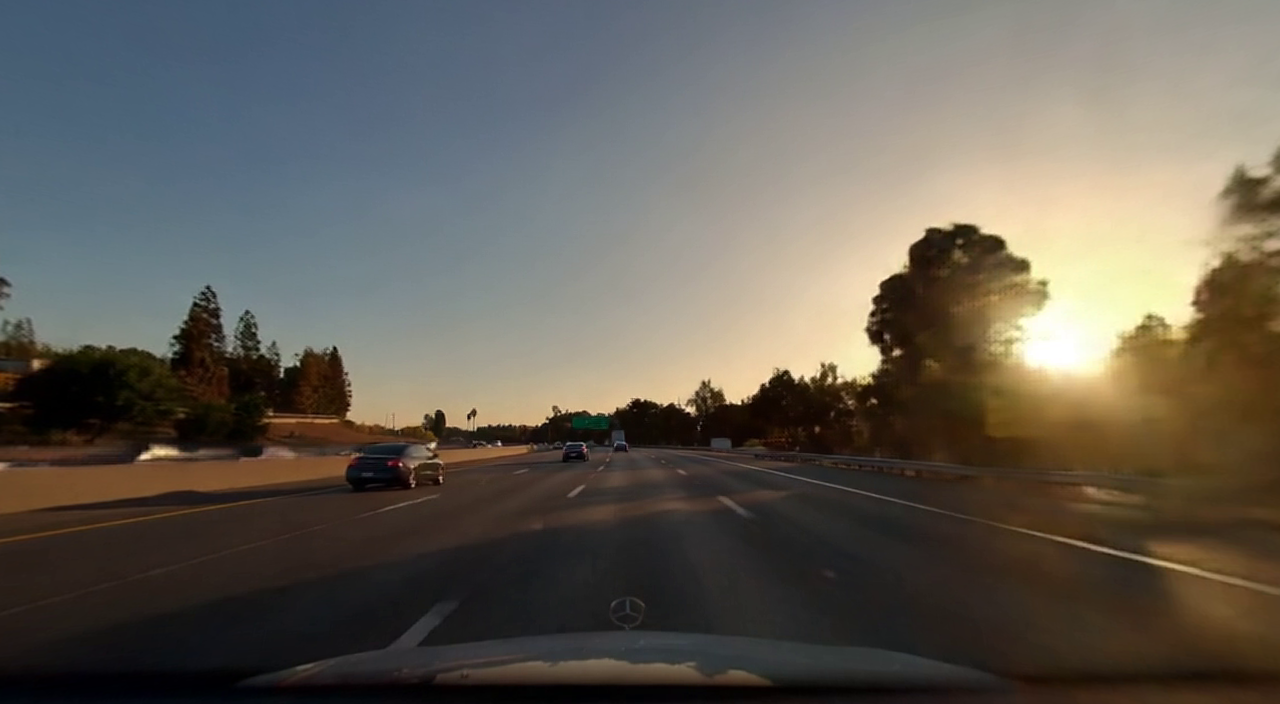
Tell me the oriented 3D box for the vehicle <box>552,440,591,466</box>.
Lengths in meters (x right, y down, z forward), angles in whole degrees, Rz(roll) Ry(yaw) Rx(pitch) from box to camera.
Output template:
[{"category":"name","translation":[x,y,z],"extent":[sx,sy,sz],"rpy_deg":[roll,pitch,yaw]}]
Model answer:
[{"category":"vehicle","translation":[-4.074,6.091,38.109],"extent":[1.936,1.465,4.060],"rpy_deg":[0,-8,0]}]

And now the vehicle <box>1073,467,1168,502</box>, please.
[{"category":"vehicle","translation":[24.200,6.682,31.978],"extent":[2.005,1.478,4.056],"rpy_deg":[-1,-8,8]}]

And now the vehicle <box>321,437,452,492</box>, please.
[{"category":"vehicle","translation":[-7.498,3.357,19.262],"extent":[2.038,1.463,4.656],"rpy_deg":[0,-8,0]}]

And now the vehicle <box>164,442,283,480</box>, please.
[{"category":"vehicle","translation":[-17.184,4.478,26.328],"extent":[1.979,1.433,4.404],"rpy_deg":[0,-8,-1]}]
